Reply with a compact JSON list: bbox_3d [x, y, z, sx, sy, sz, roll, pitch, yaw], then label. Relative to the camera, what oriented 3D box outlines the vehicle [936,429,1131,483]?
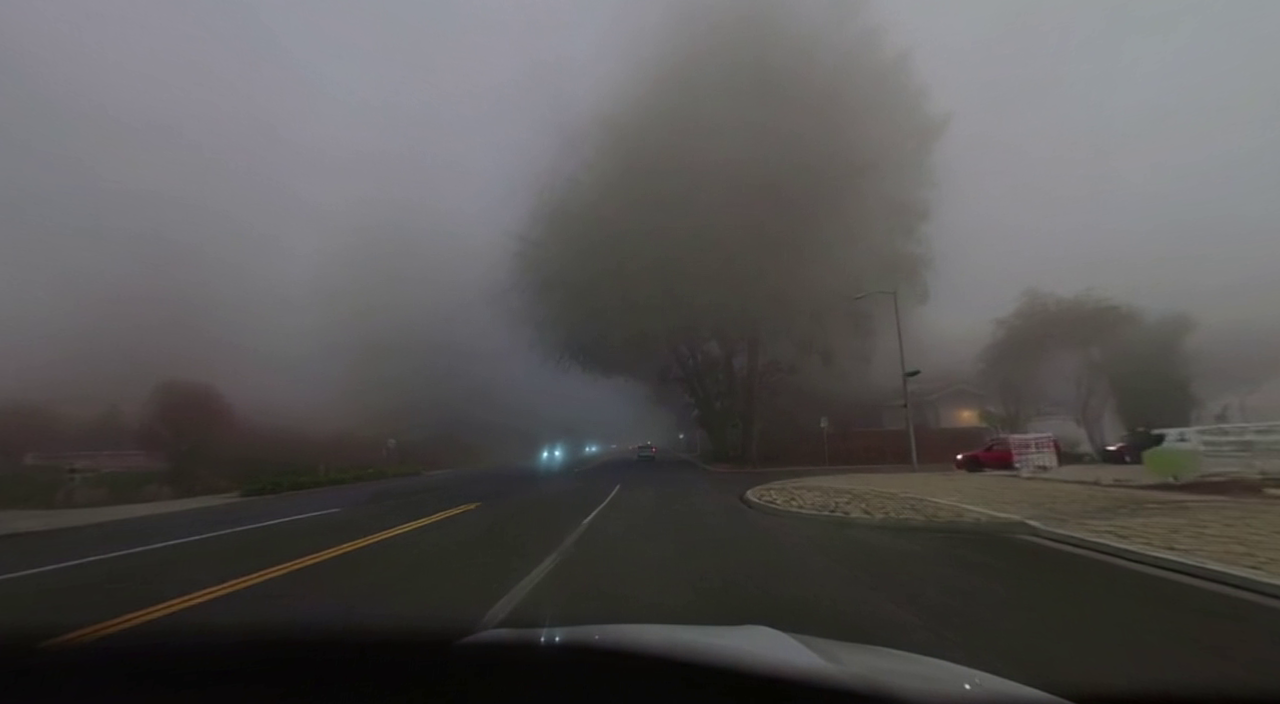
[{"bbox_3d":[13.313,3.526,21.619,5.177,1.468,2.090,-3,-6,3],"label":"vehicle"}]

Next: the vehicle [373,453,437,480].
[{"bbox_3d":[-14.190,6.913,38.202,2.557,1.485,2.907,-3,-8,5],"label":"vehicle"}]

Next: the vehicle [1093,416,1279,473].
[{"bbox_3d":[18.843,3.175,21.641,4.821,1.832,2.196,0,-9,-1],"label":"vehicle"}]
